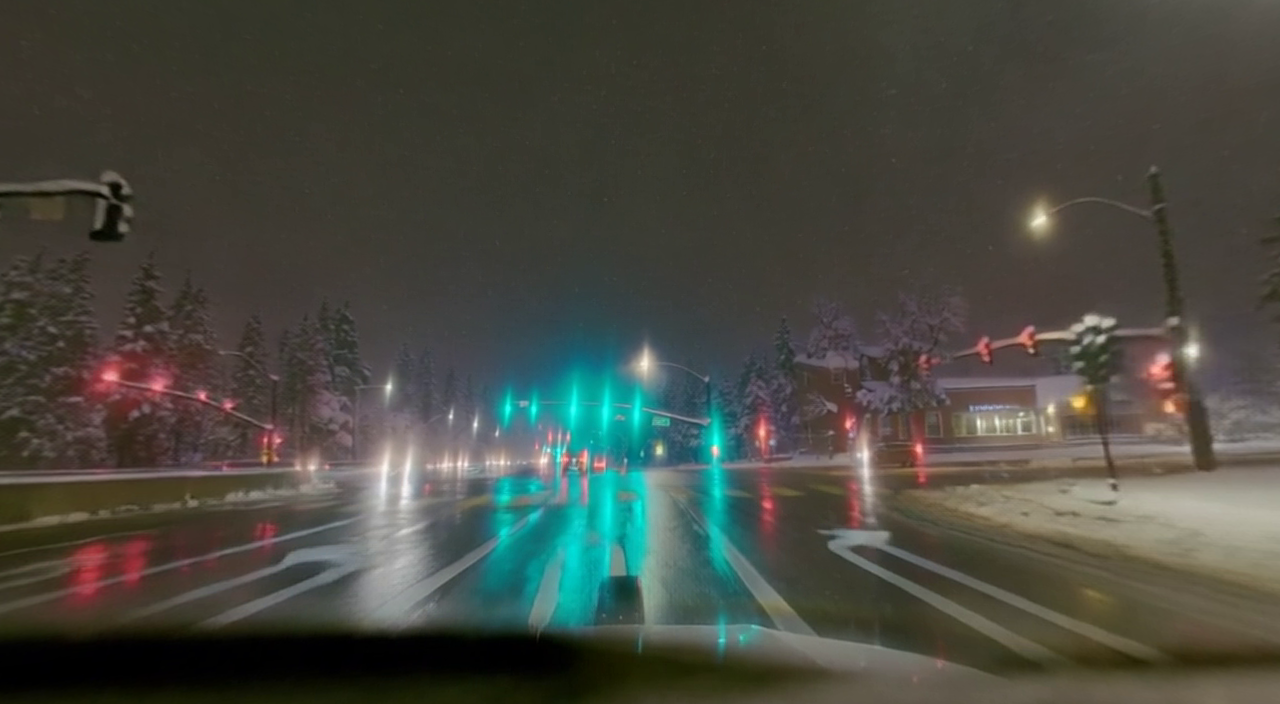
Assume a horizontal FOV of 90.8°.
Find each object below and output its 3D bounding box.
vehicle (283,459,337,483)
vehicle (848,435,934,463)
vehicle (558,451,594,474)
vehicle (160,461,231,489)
[{"bbox_3d":[-25.931,9.354,49.821,1.877,1.640,4.337,0,-9,0],"label":"vehicle"},{"bbox_3d":[17.466,6.779,44.167,5.003,1.786,2.369,0,-9,-2],"label":"vehicle"},{"bbox_3d":[-4.381,7.685,44.027,2.073,1.445,4.151,0,-9,0],"label":"vehicle"},{"bbox_3d":[-29.270,8.092,41.772,1.789,1.579,4.026,0,-9,0],"label":"vehicle"}]
